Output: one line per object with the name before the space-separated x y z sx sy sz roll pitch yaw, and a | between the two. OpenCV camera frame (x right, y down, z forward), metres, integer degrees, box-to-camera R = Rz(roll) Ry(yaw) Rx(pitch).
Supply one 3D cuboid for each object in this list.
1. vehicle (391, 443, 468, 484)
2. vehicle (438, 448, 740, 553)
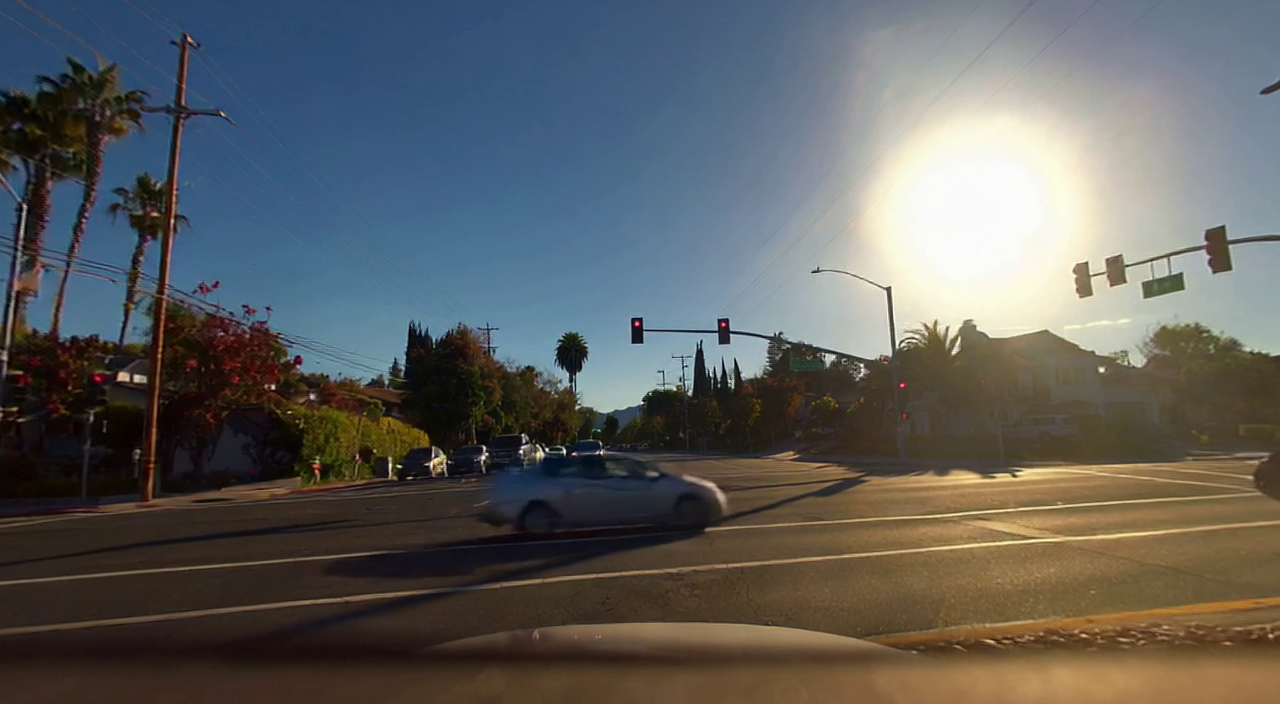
vehicle | -10.181 5.388 30.985 2.241 1.819 4.690 0 -9 -1
vehicle | -0.902 2.254 10.231 4.443 1.367 2.197 2 -9 -17
